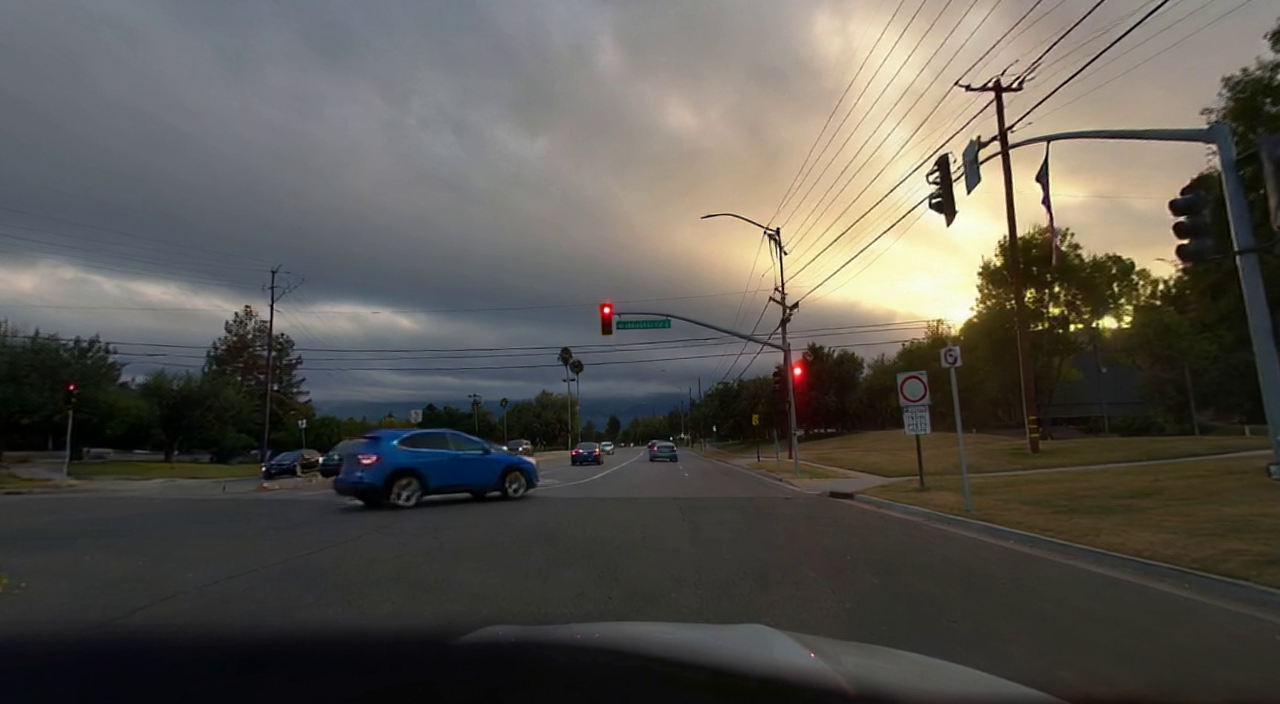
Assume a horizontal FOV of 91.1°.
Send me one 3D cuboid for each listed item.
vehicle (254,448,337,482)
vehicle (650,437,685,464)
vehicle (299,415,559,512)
[{"bbox_3d":[-17.130,5.627,31.430,1.942,1.477,3.957,-4,-9,0],"label":"vehicle"},{"bbox_3d":[1.809,6.673,42.631,2.051,1.666,4.607,0,-8,-1],"label":"vehicle"},{"bbox_3d":[-5.030,2.740,15.994,2.137,1.986,5.930,-7,-11,40],"label":"vehicle"}]
